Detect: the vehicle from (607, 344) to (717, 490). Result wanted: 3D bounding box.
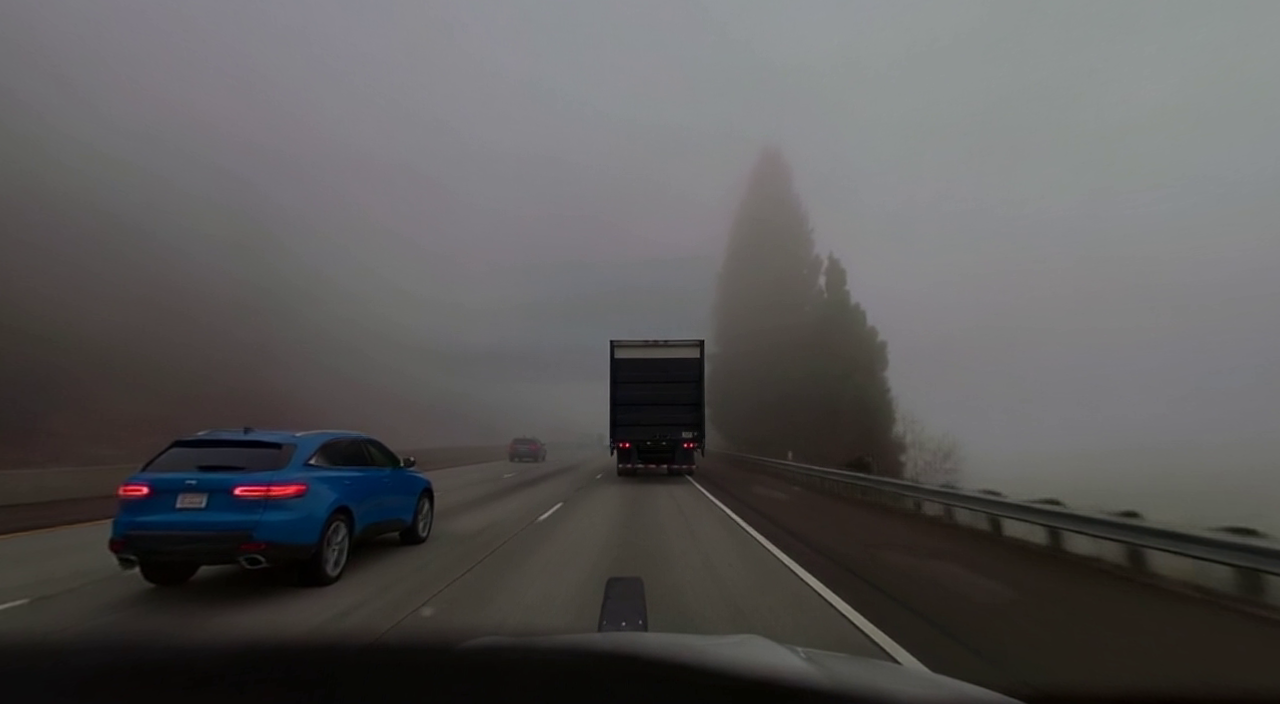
[{"bbox_3d":[0.595,2.483,21.988,2.870,3.841,10.653,0,-8,0],"label":"vehicle"}]

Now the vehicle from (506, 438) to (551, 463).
[{"bbox_3d":[-6.809,6.079,38.891,1.882,1.451,4.416,0,-8,1],"label":"vehicle"}]

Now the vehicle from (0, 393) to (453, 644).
[{"bbox_3d":[-3.611,1.434,6.428,2.077,1.671,4.249,0,-8,0],"label":"vehicle"}]
